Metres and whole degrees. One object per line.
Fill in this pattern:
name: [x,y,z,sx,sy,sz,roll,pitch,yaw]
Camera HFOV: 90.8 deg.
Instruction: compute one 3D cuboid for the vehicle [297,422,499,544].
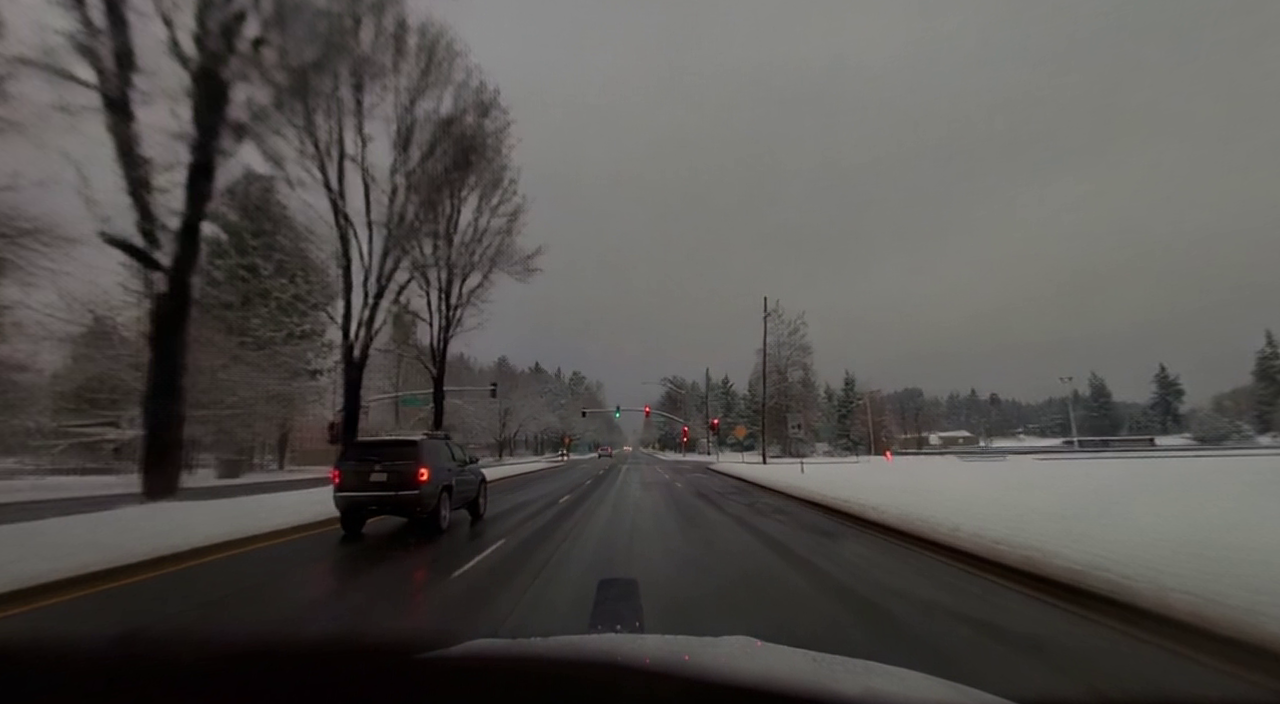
vehicle: [-3.982,2.213,11.254,2.018,1.769,3.897,0,-9,0]
